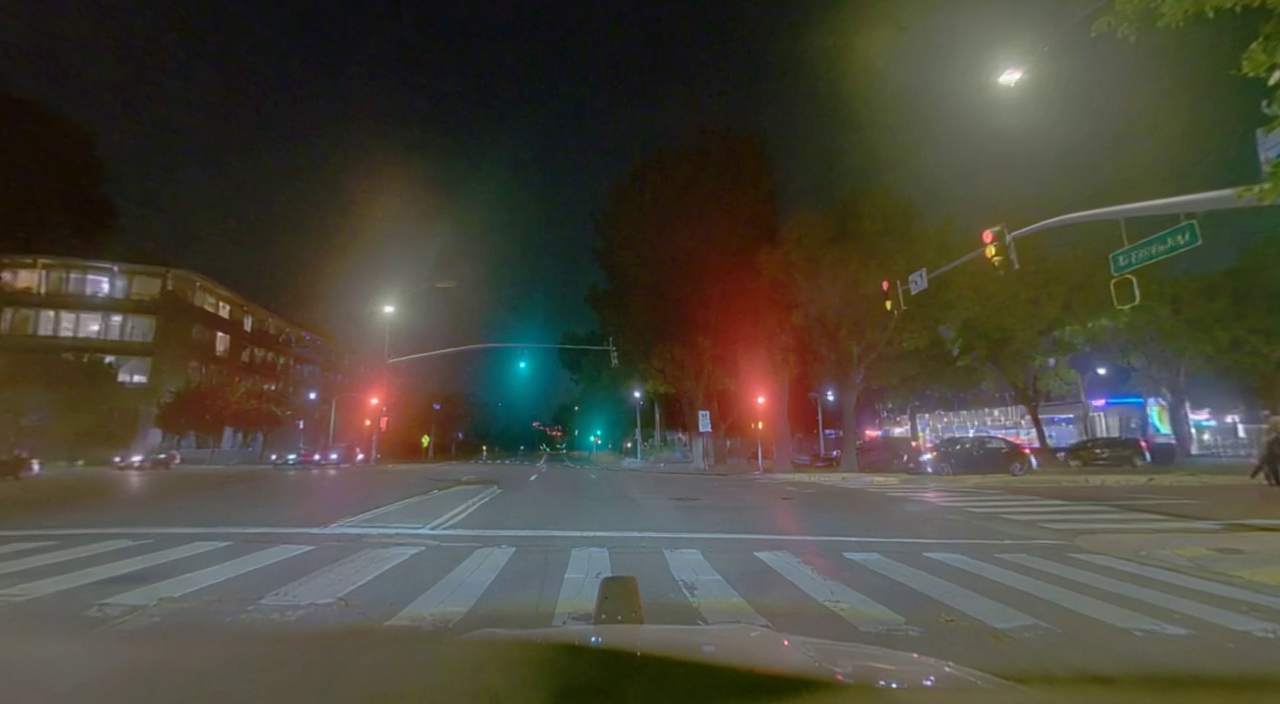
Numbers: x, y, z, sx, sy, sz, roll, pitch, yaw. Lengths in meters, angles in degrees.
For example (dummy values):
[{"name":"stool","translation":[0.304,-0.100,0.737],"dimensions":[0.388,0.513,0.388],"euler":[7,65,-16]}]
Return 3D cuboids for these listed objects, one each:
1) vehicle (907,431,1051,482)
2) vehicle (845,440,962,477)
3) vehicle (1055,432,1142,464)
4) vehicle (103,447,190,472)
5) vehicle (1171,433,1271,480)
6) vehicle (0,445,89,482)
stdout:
[{"name":"vehicle","translation":[12.894,3.923,24.046],"dimensions":[4.742,1.762,2.180],"euler":[3,-9,-22]},{"name":"vehicle","translation":[11.438,4.623,27.562],"dimensions":[4.317,1.491,1.896],"euler":[1,-9,-11]},{"name":"vehicle","translation":[28.043,5.922,38.882],"dimensions":[2.066,1.821,4.509],"euler":[0,-8,2]},{"name":"vehicle","translation":[-31.030,6.757,39.936],"dimensions":[1.811,1.438,4.812],"euler":[0,-8,-2]},{"name":"vehicle","translation":[20.993,3.727,22.773],"dimensions":[4.312,1.540,2.007],"euler":[7,-11,-40]},{"name":"vehicle","translation":[-26.954,4.781,27.410],"dimensions":[2.006,1.459,4.720],"euler":[0,-8,-4]}]
